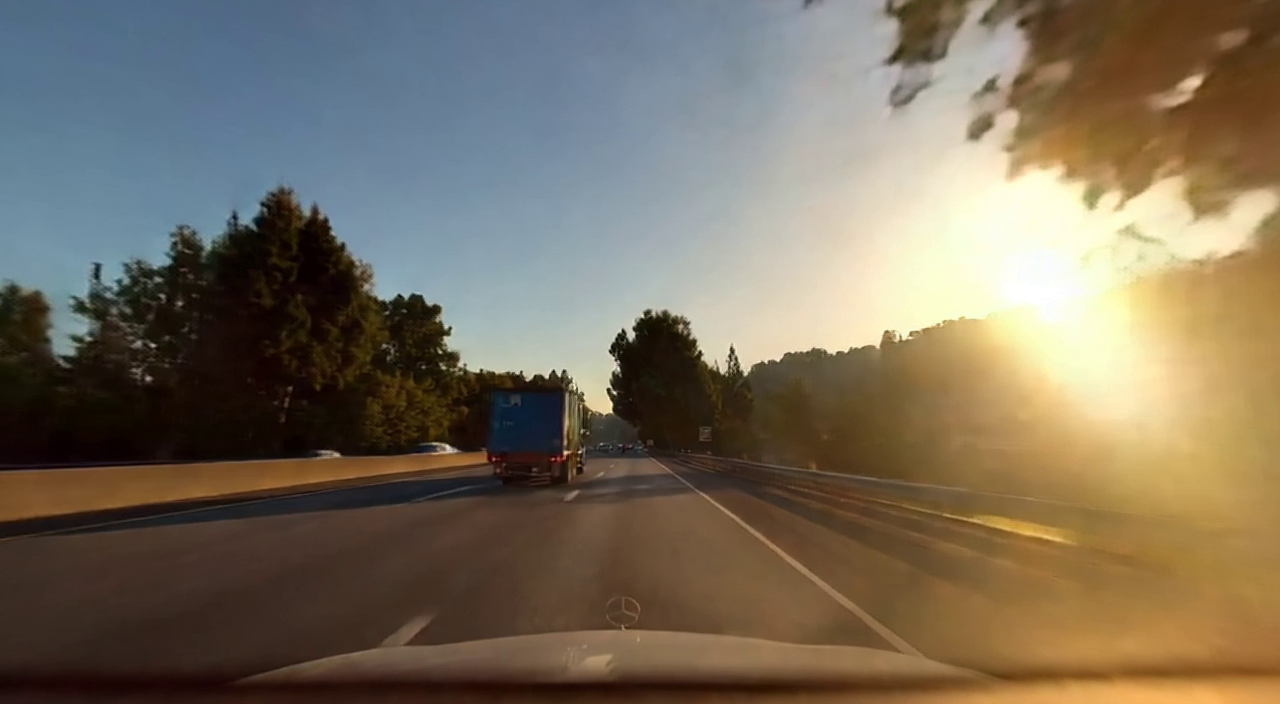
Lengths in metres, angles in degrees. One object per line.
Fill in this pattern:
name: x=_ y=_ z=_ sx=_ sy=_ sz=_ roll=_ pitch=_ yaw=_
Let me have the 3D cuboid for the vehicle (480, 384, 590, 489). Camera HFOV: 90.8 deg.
vehicle: x=-3.649 y=3.270 z=24.216 sx=2.874 sy=3.309 sz=8.208 roll=0 pitch=-8 yaw=-1
